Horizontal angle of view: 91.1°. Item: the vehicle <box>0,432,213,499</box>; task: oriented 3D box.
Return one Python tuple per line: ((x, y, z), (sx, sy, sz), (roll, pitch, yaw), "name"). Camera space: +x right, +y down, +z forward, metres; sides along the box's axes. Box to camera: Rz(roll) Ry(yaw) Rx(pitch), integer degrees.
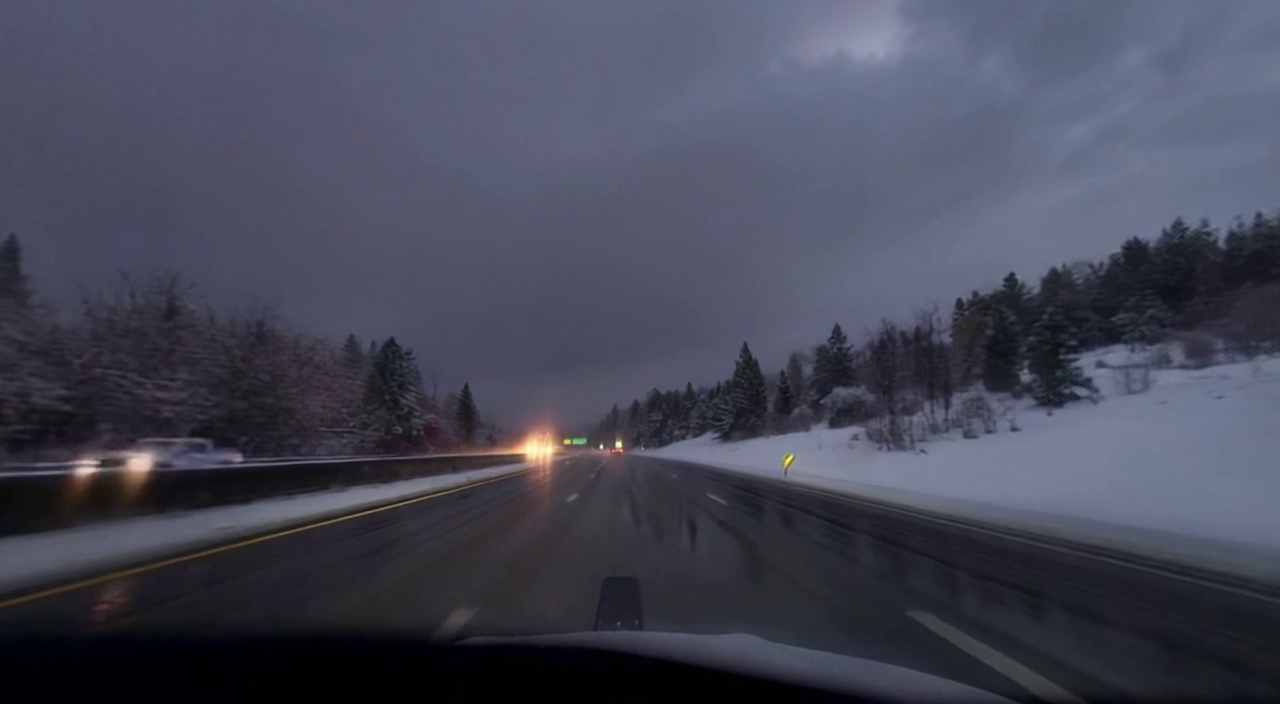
((-16.900, 3.595, 20.397), (2.035, 1.830, 5.817), (0, -9, -1), "vehicle")
